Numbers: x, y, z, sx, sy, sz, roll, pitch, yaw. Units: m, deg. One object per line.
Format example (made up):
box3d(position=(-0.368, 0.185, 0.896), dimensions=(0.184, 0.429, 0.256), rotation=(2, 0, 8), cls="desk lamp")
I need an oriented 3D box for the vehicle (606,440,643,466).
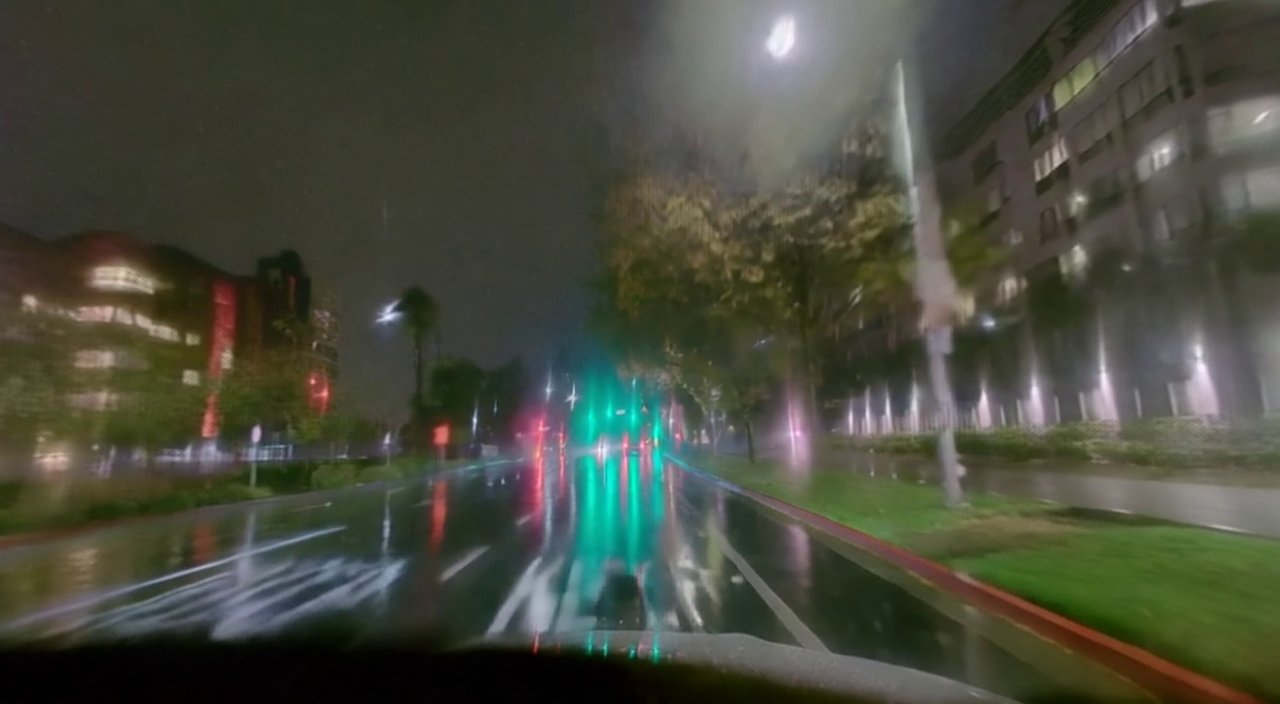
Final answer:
box3d(position=(-0.963, 6.063, 38.300), dimensions=(2.131, 1.474, 4.146), rotation=(1, -8, -2), cls="vehicle")
